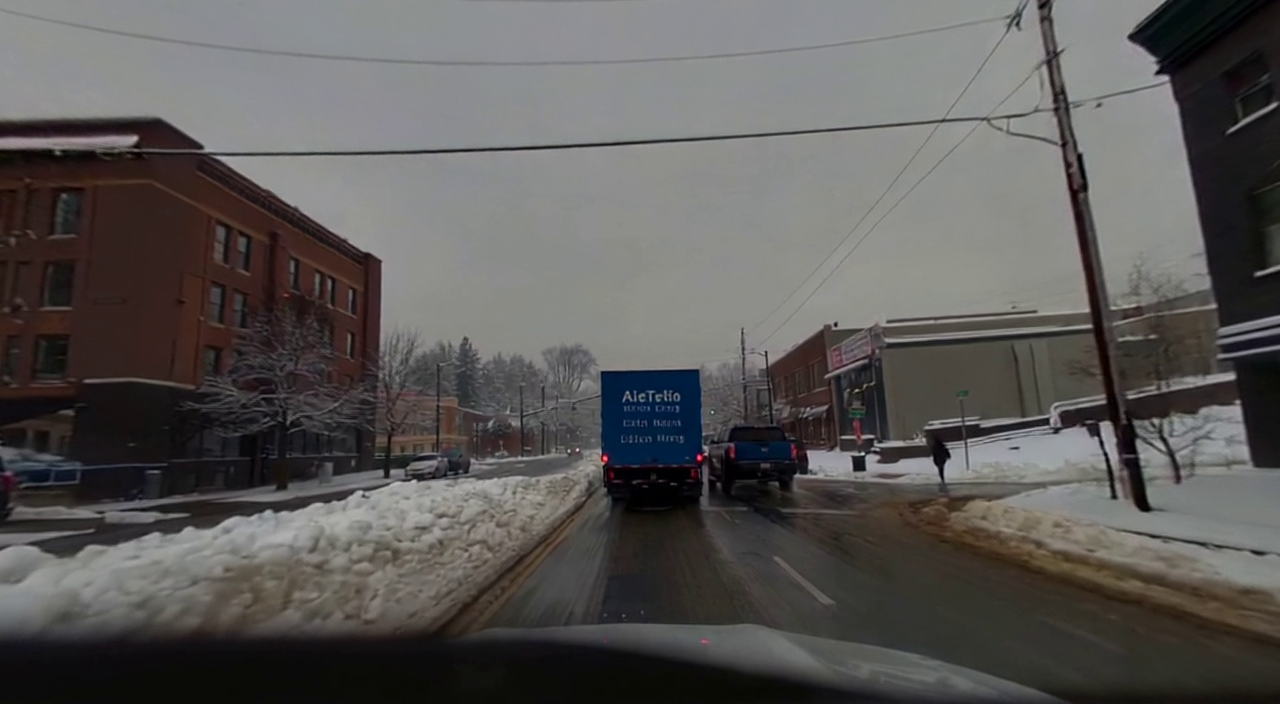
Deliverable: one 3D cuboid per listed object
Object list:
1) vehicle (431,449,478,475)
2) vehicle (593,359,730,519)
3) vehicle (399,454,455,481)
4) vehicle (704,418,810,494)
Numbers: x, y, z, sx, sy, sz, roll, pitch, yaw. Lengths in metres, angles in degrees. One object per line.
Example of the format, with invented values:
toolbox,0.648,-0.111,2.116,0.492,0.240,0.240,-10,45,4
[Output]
vehicle,-13.003,7.742,44.352,1.943,1.682,4.365,0,-8,0
vehicle,0.294,2.046,14.725,2.517,2.926,6.177,0,-9,-2
vehicle,-13.165,7.167,39.138,1.901,1.508,4.405,0,-8,0
vehicle,3.460,3.234,19.840,2.346,2.062,5.236,0,-8,0
